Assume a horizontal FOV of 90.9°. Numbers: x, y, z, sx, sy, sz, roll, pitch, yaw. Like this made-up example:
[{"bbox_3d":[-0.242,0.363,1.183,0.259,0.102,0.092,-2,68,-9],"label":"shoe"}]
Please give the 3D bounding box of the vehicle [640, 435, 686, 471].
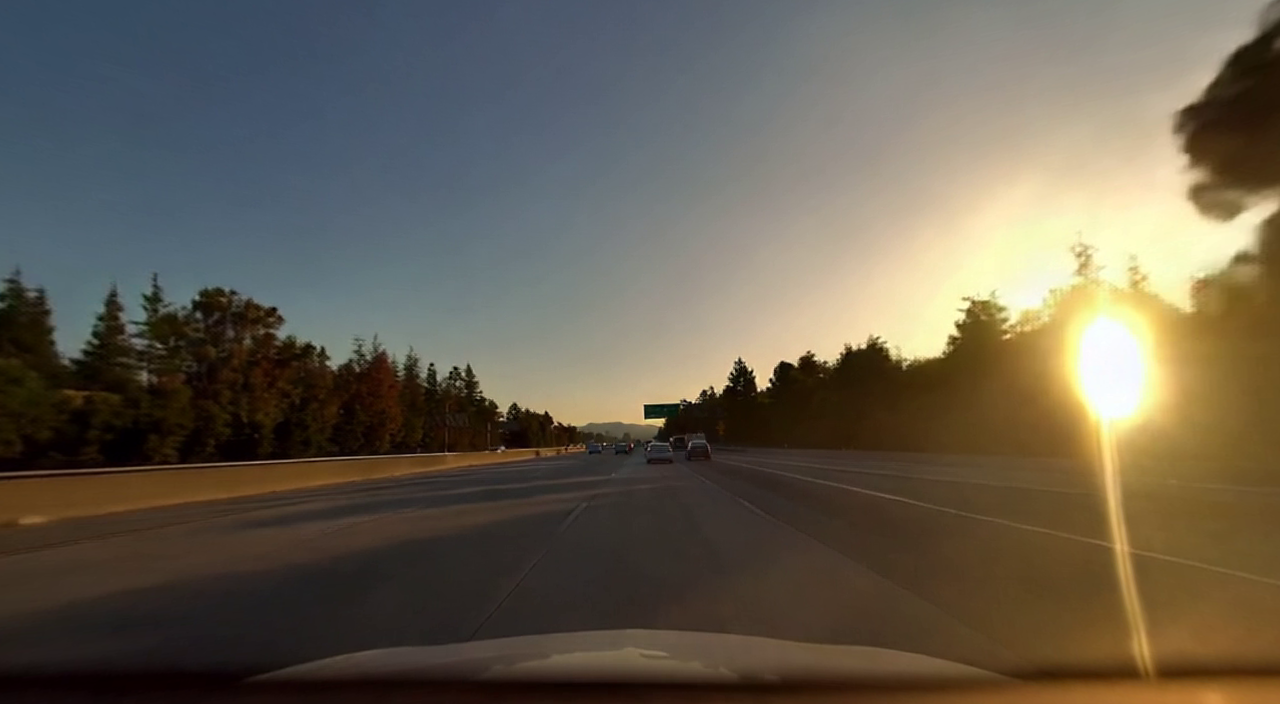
[{"bbox_3d":[1.160,5.364,33.636,2.260,1.766,4.348,0,-8,0],"label":"vehicle"}]
